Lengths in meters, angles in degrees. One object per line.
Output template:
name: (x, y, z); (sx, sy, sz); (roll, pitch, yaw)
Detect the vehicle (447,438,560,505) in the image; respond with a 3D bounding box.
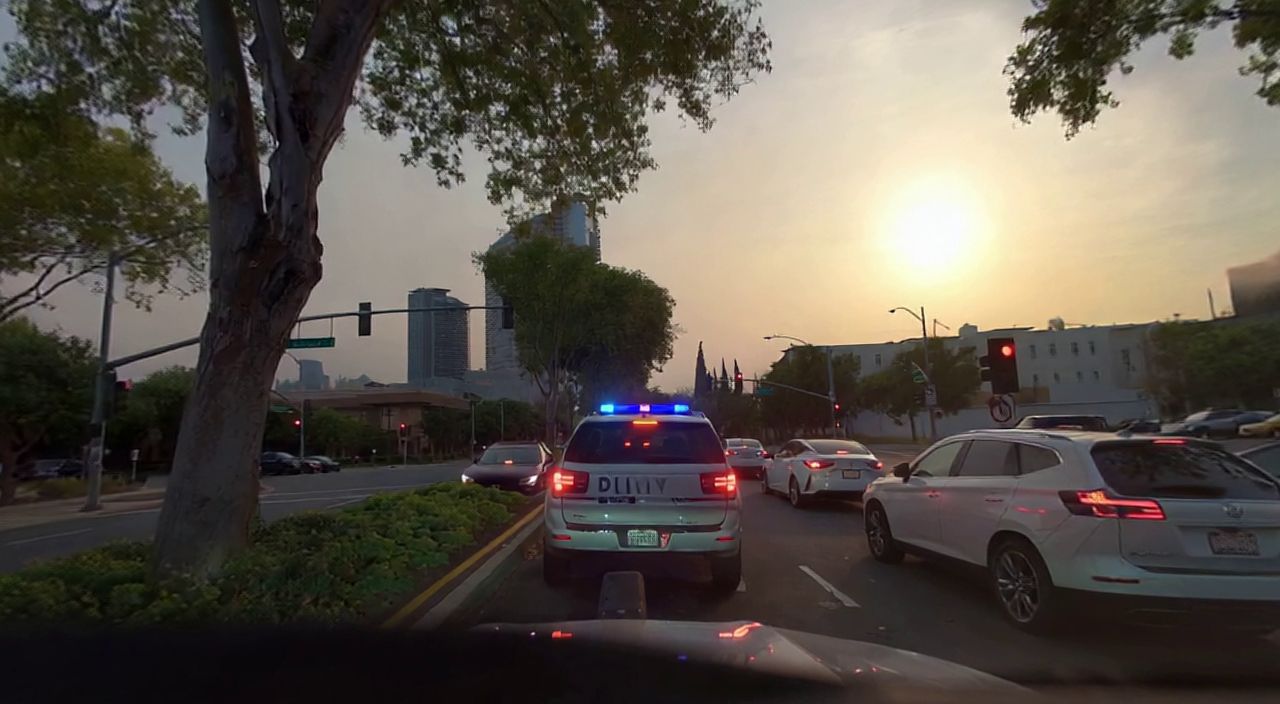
vehicle: (-3.304, 2.983, 16.208); (1.913, 1.464, 4.276); (0, -8, 0)

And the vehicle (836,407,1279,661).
vehicle: (3.645, 1.409, 6.071); (1.995, 1.483, 4.533); (0, -8, -1)

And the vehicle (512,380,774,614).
vehicle: (-0.027, 1.458, 7.269); (2.038, 1.819, 4.505); (0, -8, -1)
